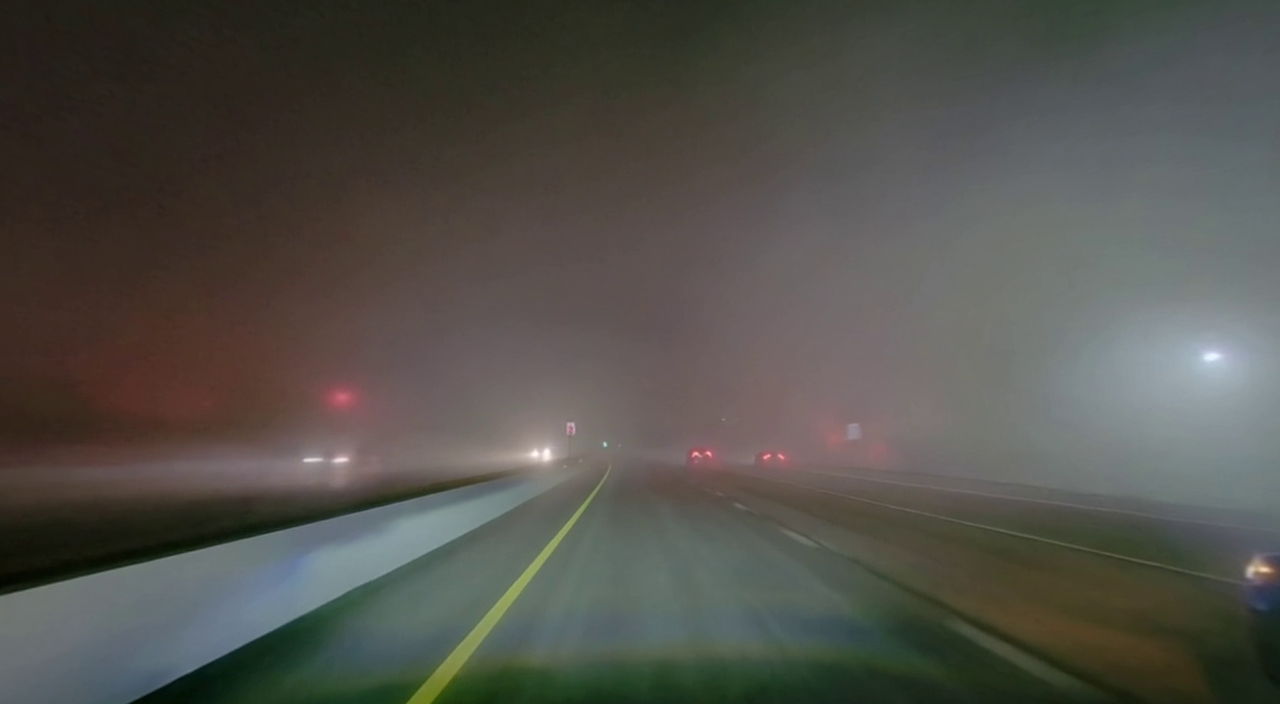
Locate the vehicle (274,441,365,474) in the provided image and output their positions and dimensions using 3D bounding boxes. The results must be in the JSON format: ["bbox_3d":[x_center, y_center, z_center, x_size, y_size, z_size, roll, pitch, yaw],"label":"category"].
[{"bbox_3d":[-16.083,5.307,31.784,2.086,1.528,4.789,-1,-9,0],"label":"vehicle"}]

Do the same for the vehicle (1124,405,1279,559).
[{"bbox_3d":[8.101,1.428,6.919,1.994,1.696,4.264,0,-9,-1],"label":"vehicle"}]
